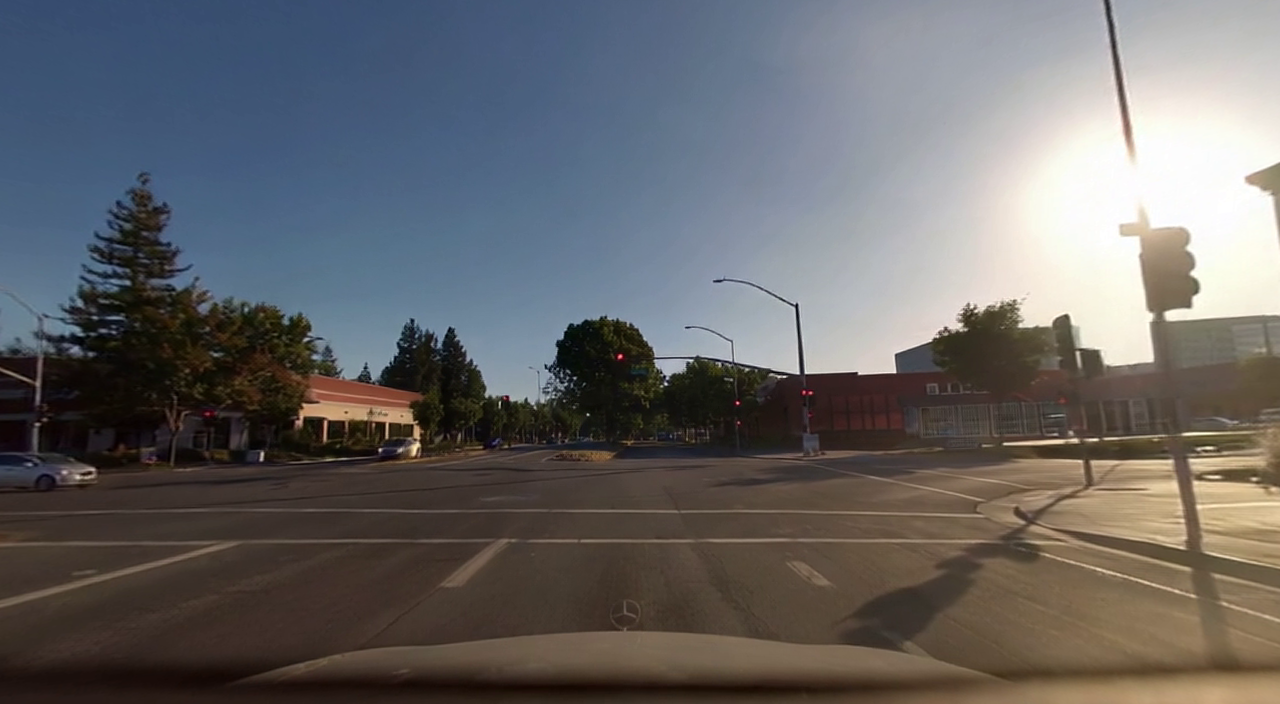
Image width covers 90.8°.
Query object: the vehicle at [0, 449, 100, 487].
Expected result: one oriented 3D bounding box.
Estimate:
[{"bbox_3d":[-25.441,4.774,26.040,4.500,1.465,1.936,0,-8,-1],"label":"vehicle"}]
